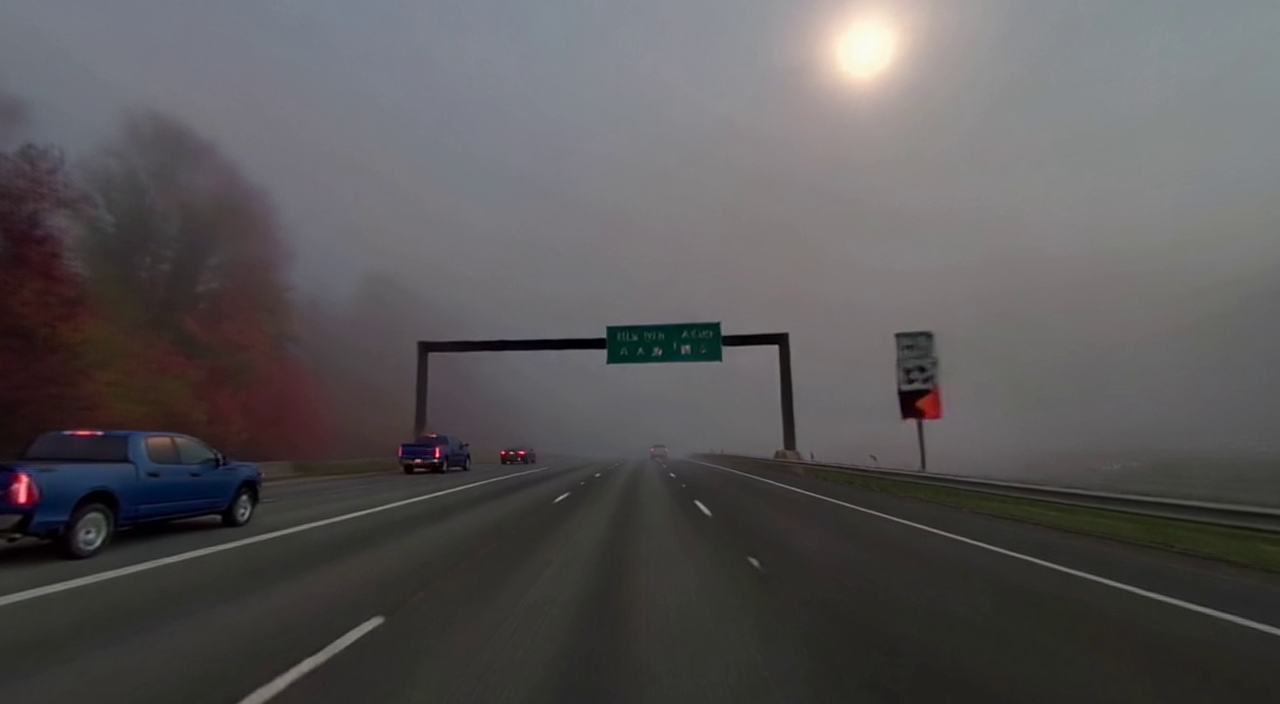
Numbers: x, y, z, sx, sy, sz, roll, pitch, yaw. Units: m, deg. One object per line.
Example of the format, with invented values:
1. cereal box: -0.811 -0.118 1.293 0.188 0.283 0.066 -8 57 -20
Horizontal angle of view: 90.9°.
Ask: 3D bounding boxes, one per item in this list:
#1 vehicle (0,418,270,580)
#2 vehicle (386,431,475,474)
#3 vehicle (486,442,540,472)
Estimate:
1. vehicle: -7.221 1.723 8.140 1.965 1.567 4.686 0 -8 1
2. vehicle: -10.464 5.072 32.095 2.347 1.984 5.778 0 -8 2
3. vehicle: -6.739 5.602 33.958 1.919 1.499 4.234 0 -8 1
